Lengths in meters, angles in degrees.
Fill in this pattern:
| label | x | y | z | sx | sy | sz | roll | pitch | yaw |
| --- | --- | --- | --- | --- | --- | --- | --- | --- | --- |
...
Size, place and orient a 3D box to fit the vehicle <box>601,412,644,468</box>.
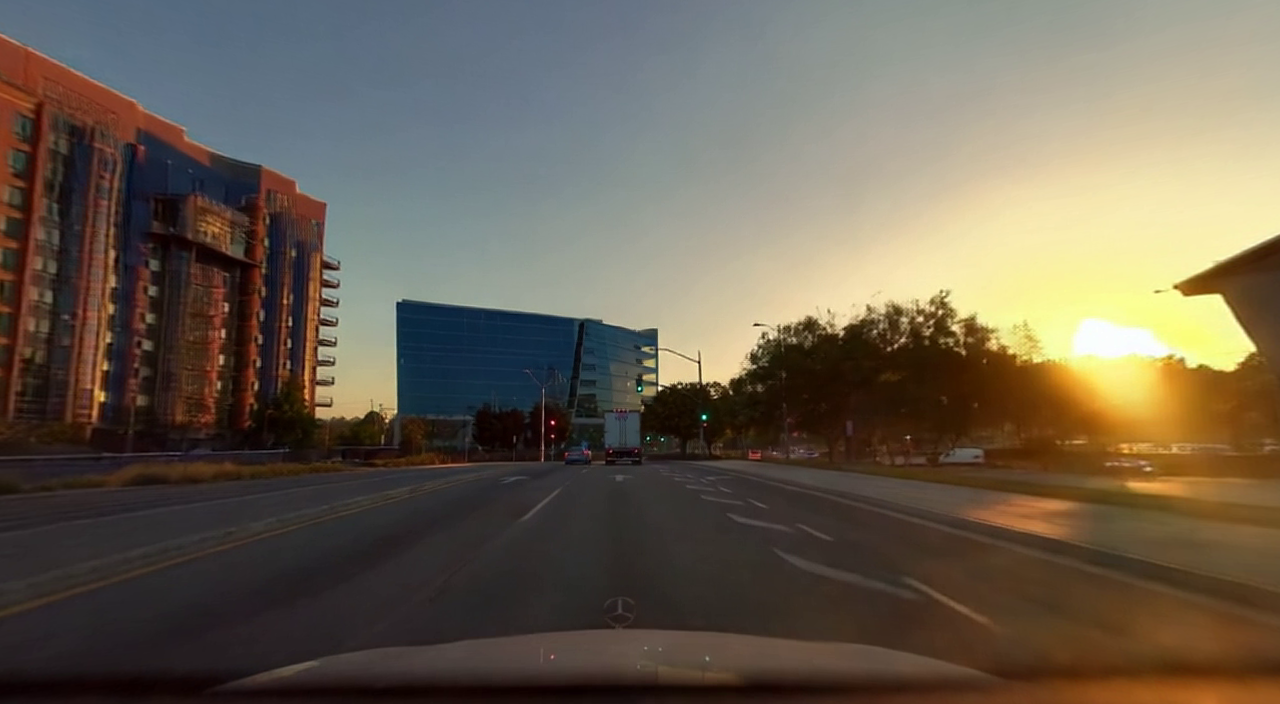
| label | x | y | z | sx | sy | sz | roll | pitch | yaw |
| --- | --- | --- | --- | --- | --- | --- | --- | --- | --- |
| vehicle | -1.325 | 6.482 | 46.799 | 2.876 | 3.724 | 9.351 | 0 | -7 | -2 |
